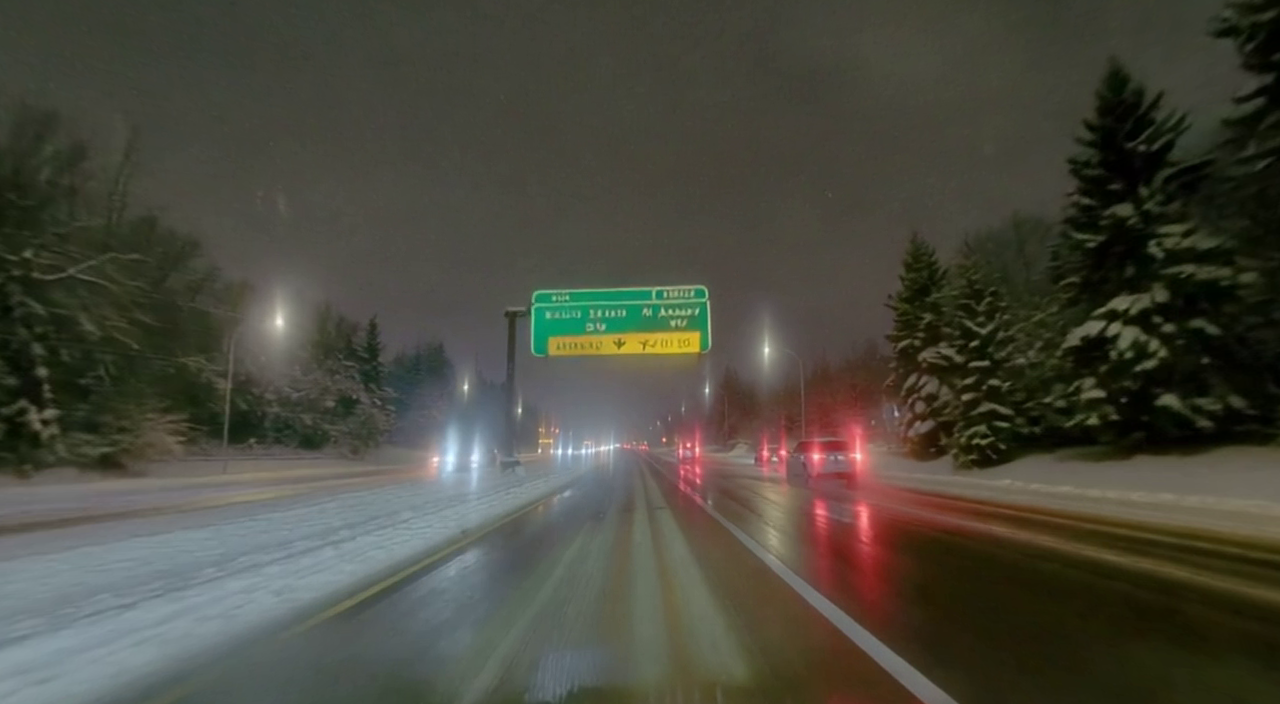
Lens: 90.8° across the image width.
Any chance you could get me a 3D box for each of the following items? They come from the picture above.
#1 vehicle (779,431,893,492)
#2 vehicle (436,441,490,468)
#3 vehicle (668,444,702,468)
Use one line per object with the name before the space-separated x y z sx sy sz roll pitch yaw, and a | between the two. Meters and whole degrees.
vehicle | 6.717 3.835 22.463 2.244 1.858 5.414 0 -9 -1
vehicle | -12.161 7.102 43.766 2.180 1.736 5.401 0 -9 0
vehicle | 3.160 7.420 45.150 2.018 1.600 4.121 0 -9 -2
